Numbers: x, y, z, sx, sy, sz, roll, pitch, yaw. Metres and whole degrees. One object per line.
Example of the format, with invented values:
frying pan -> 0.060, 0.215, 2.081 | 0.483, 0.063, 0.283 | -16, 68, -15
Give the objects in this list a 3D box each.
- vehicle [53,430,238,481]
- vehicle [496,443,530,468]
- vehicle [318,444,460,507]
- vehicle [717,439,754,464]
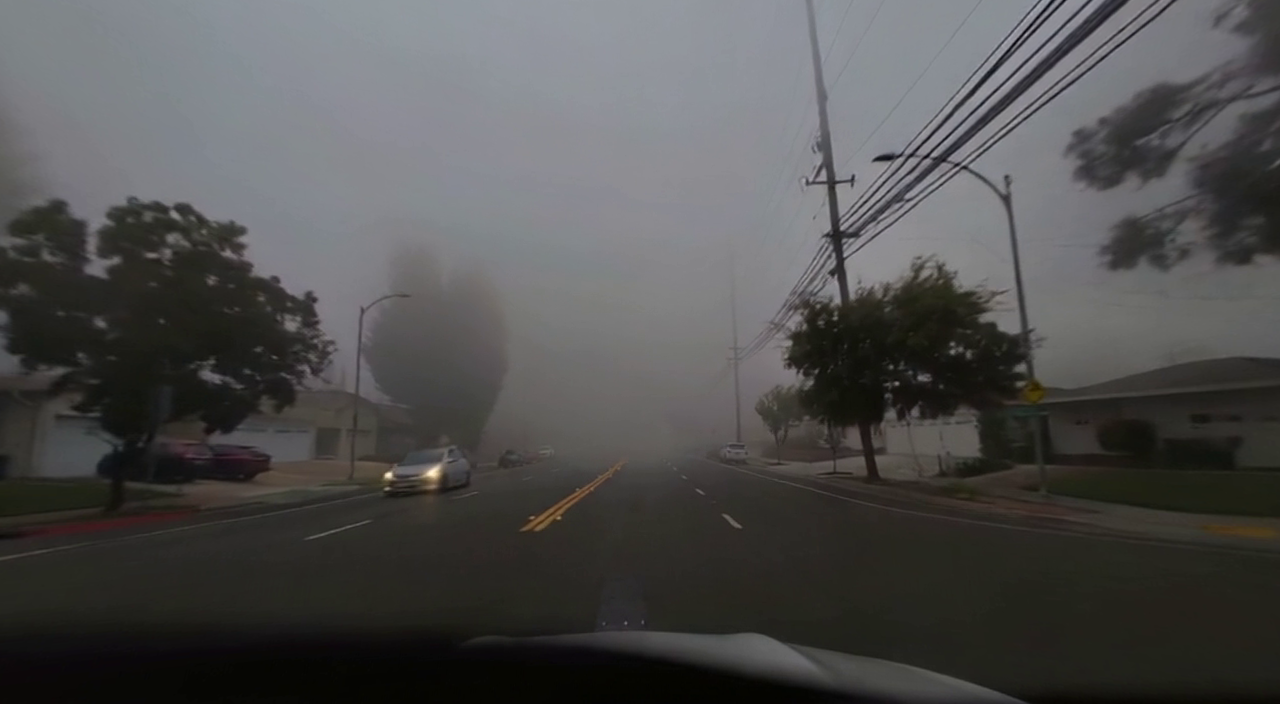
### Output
vehicle -> -17.984, 3.782, 23.112 | 5.004, 1.755, 2.038 | 0, -8, 0
vehicle -> -9.848, 8.019, 49.083 | 1.974, 1.696, 4.336 | -2, -7, -3
vehicle -> -6.793, 3.344, 17.681 | 2.017, 1.510, 4.556 | 0, -8, 1
vehicle -> 7.335, 7.668, 48.957 | 2.128, 1.823, 4.834 | 0, -8, 0
